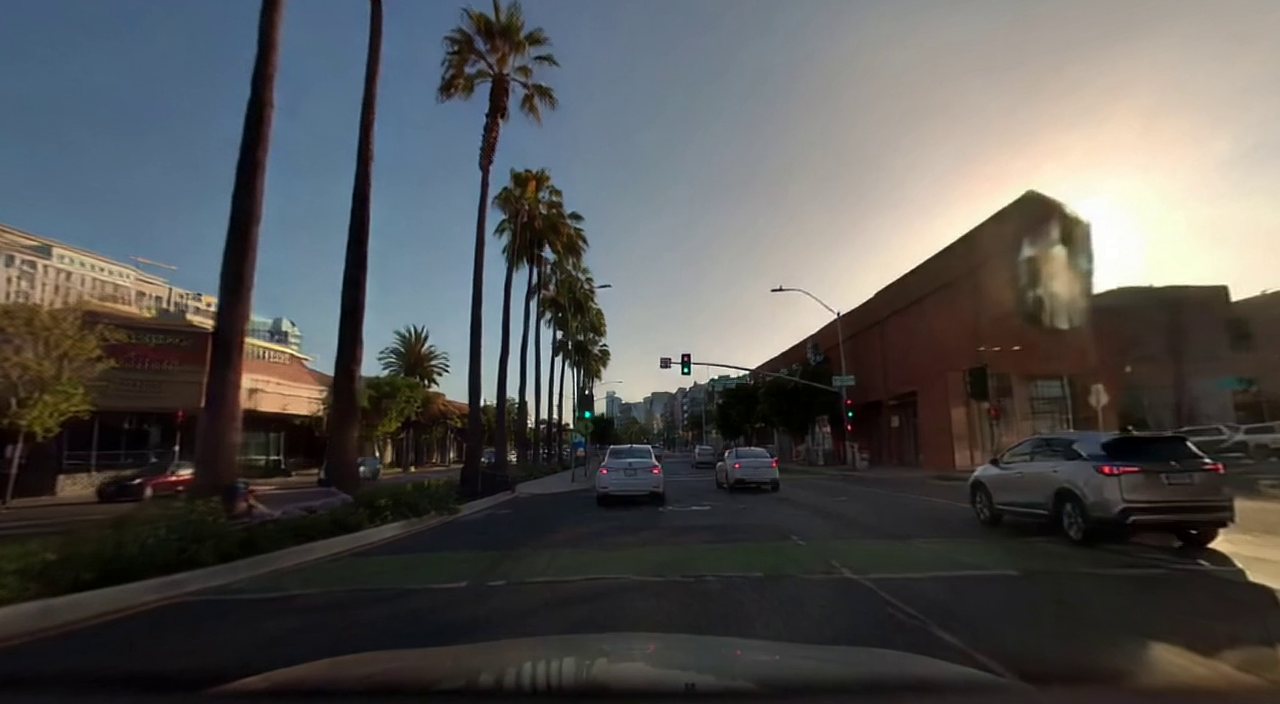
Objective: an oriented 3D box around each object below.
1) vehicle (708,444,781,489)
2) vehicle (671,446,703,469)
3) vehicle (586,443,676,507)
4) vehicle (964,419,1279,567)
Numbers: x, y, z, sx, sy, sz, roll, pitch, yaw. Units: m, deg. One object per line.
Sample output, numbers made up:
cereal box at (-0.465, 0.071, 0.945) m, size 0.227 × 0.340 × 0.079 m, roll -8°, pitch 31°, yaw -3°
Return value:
vehicle at (3.770, 4.195, 23.543) m, size 1.892 × 1.532 × 4.177 m, roll 0°, pitch -8°, yaw -2°
vehicle at (3.486, 7.960, 47.914) m, size 2.012 × 1.570 × 4.600 m, roll 0°, pitch -8°, yaw -1°
vehicle at (-0.239, 3.188, 16.879) m, size 2.110 × 1.487 × 3.873 m, roll 0°, pitch -8°, yaw -1°
vehicle at (6.921, 1.927, 9.376) m, size 1.940 × 1.674 × 4.085 m, roll 0°, pitch -8°, yaw -1°
